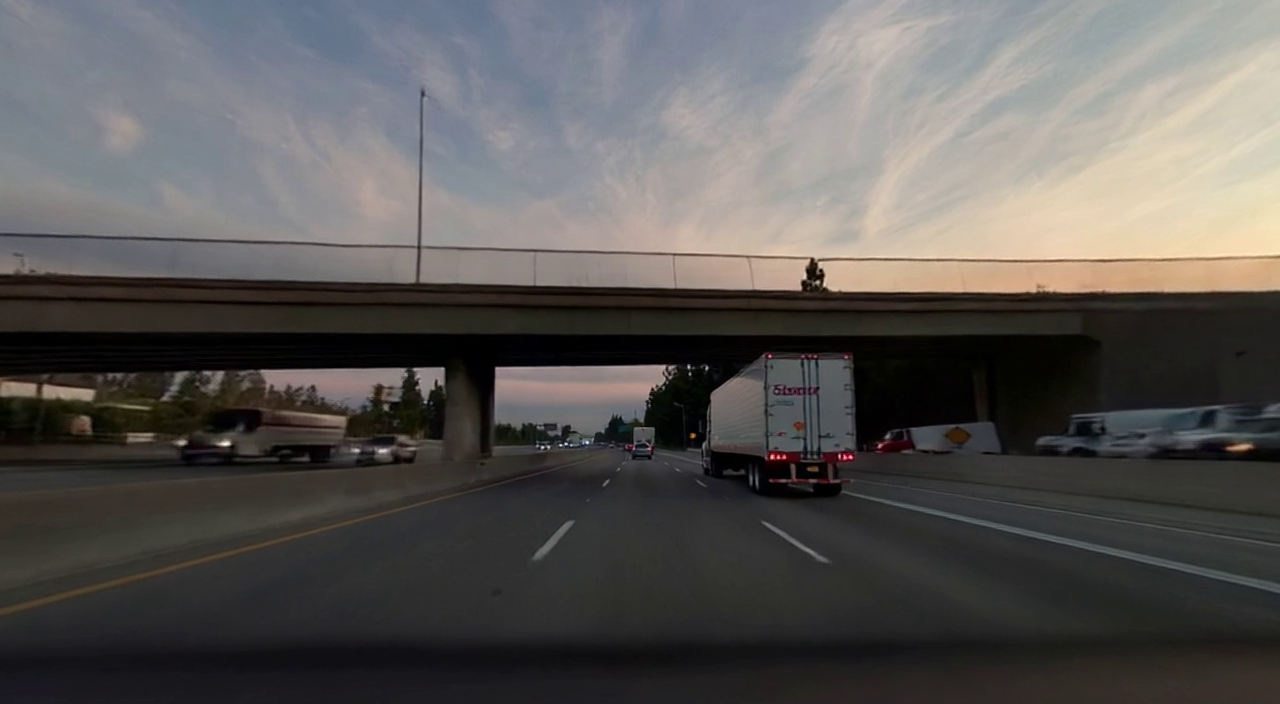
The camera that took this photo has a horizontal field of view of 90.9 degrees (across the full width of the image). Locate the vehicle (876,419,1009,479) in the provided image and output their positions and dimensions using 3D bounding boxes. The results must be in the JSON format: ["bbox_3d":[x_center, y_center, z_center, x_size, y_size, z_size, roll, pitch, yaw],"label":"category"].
[{"bbox_3d":[22.633,7.476,48.799,2.853,3.921,14.754,0,-9,-1],"label":"vehicle"}]

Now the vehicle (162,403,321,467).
[{"bbox_3d":[-19.879,4.317,32.255,2.827,2.801,8.021,0,-9,0],"label":"vehicle"}]

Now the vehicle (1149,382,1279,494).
[{"bbox_3d":[22.011,2.801,20.391,2.784,3.571,9.857,0,-9,0],"label":"vehicle"}]

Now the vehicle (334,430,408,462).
[{"bbox_3d":[-13.120,4.618,31.000,1.849,1.464,4.096,0,-9,0],"label":"vehicle"}]

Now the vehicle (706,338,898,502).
[{"bbox_3d":[4.681,2.719,22.585,2.881,3.995,14.382,0,-9,-1],"label":"vehicle"}]

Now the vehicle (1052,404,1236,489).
[{"bbox_3d":[22.077,4.208,28.172,3.022,3.354,6.006,0,-9,-1],"label":"vehicle"}]
